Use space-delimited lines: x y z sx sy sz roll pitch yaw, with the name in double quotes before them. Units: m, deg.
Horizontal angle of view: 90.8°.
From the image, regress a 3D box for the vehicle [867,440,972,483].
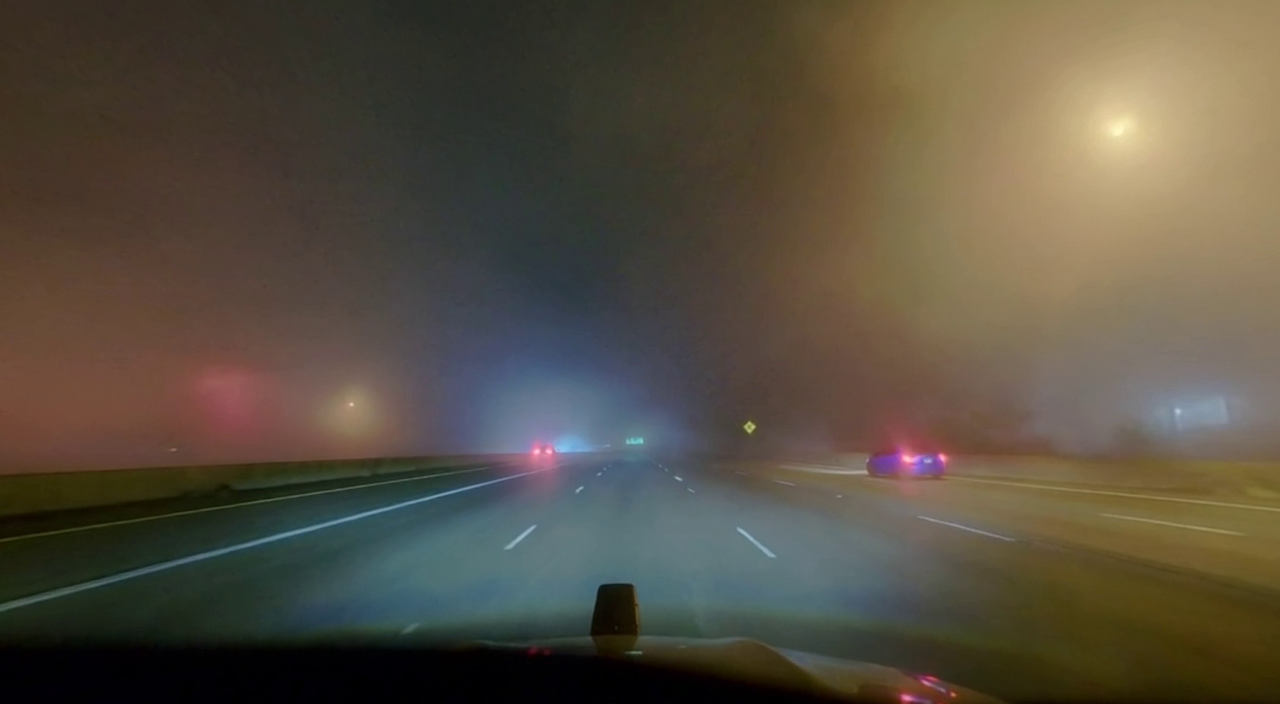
"vehicle" 10.741 4.222 24.725 1.985 1.493 4.486 0 -9 -1
